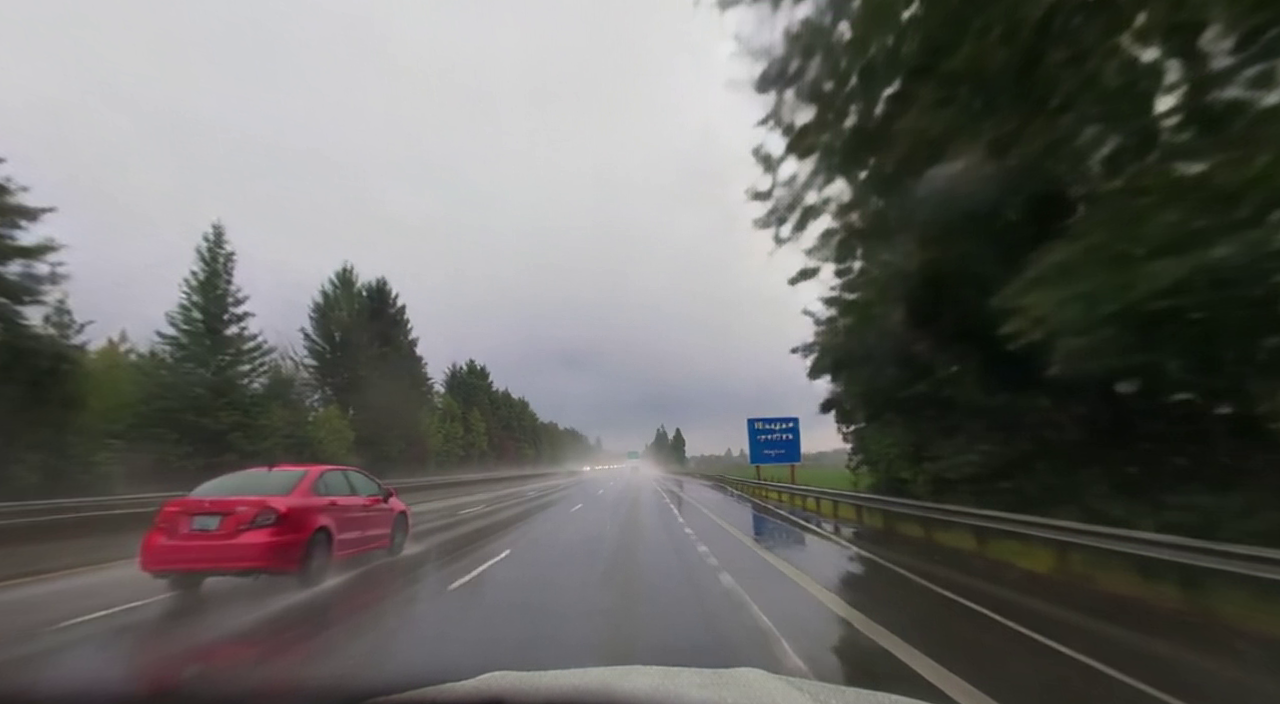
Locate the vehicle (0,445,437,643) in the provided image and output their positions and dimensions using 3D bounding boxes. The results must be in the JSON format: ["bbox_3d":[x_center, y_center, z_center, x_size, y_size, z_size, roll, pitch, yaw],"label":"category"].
[{"bbox_3d":[-4.170,1.869,7.112,2.183,1.435,4.653,1,-10,0],"label":"vehicle"}]
